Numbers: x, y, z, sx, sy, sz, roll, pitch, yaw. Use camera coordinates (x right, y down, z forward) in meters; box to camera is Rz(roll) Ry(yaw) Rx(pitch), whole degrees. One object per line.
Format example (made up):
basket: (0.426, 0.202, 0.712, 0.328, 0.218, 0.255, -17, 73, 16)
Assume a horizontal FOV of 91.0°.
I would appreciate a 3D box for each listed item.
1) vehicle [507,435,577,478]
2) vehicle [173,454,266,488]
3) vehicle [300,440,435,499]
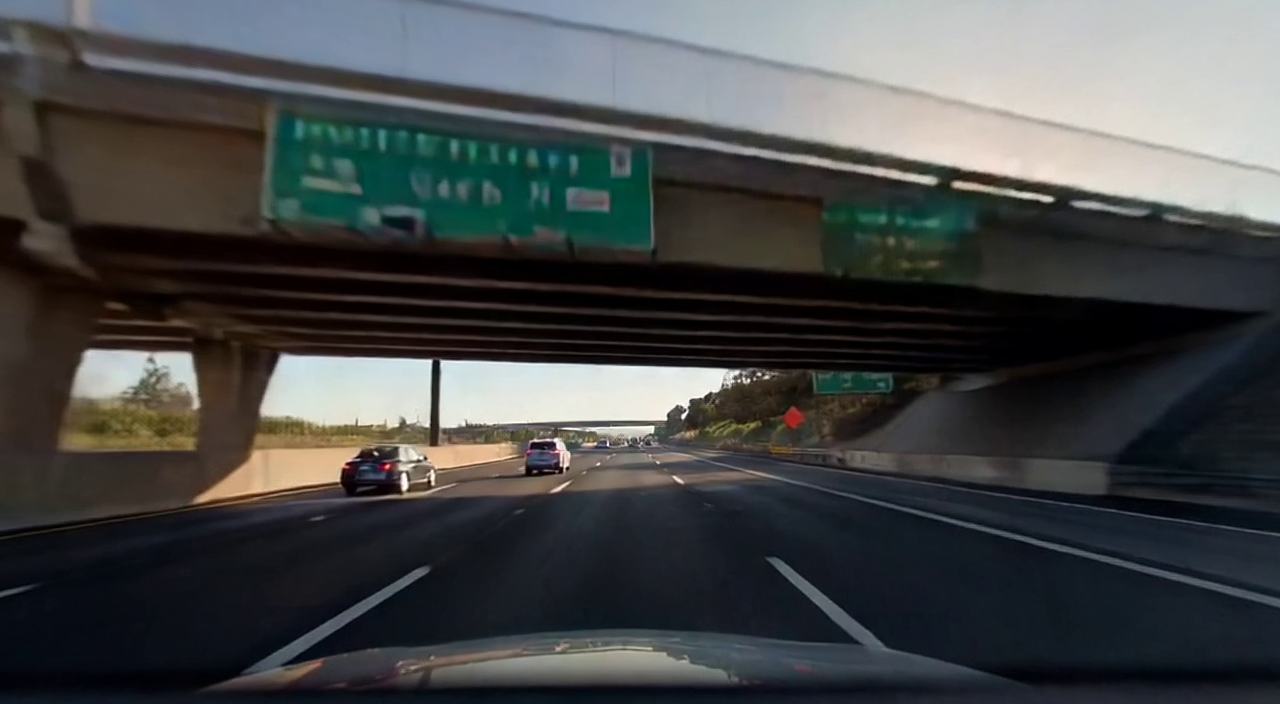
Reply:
vehicle: (-4.095, 4.478, 27.338, 2.200, 1.662, 5.091, -1, -8, 0)
vehicle: (-20.945, 5.929, 31.569, 1.886, 1.457, 3.984, 0, -8, 0)
vehicle: (-7.916, 3.409, 18.904, 1.924, 1.519, 4.791, 0, -8, 0)
